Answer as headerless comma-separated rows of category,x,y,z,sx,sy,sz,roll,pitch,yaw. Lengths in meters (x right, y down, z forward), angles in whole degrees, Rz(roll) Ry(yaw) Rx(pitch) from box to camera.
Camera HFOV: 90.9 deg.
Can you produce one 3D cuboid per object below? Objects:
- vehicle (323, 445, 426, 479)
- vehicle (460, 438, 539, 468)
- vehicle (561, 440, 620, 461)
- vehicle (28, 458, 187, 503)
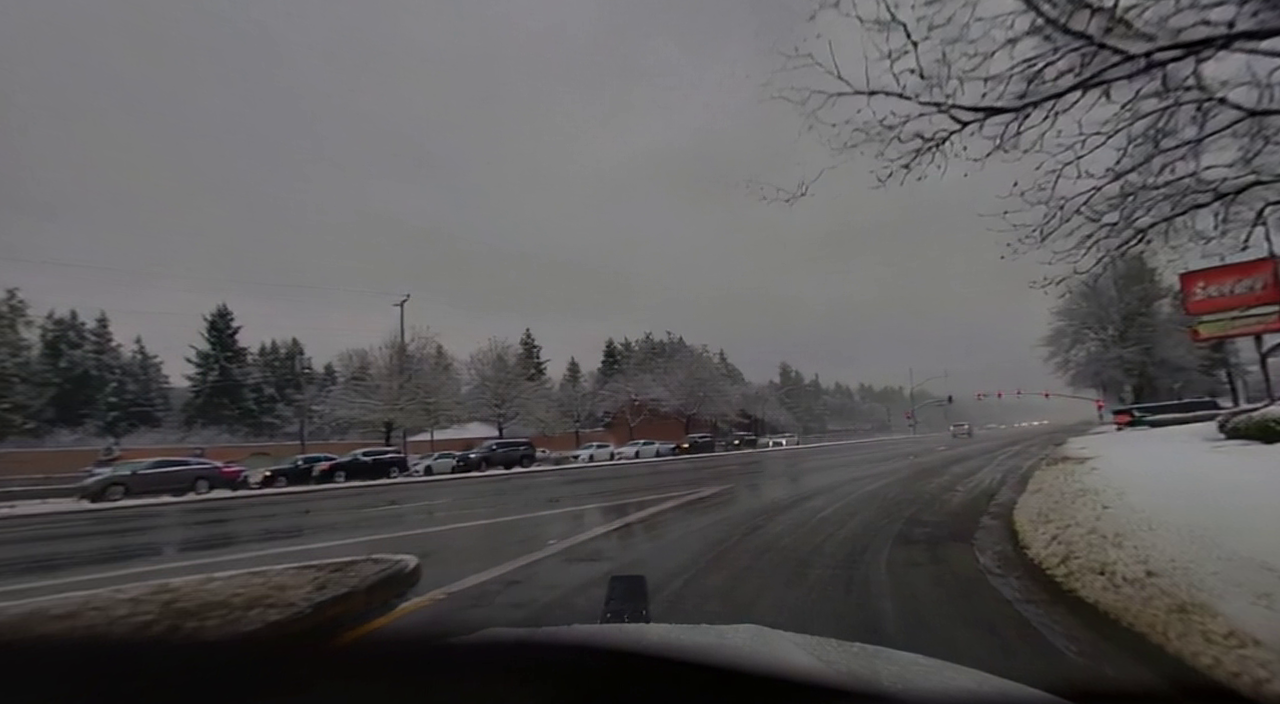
vehicle,-13.952,5.786,33.350,1.876,1.642,4.600,-7,-11,37
vehicle,-8.846,6.378,39.917,1.969,1.758,4.662,-7,-11,37
vehicle,-3.582,7.210,46.179,1.832,1.473,4.377,-7,-11,39
vehicle,-20.907,5.001,24.915,1.777,1.497,4.399,-7,-11,38
